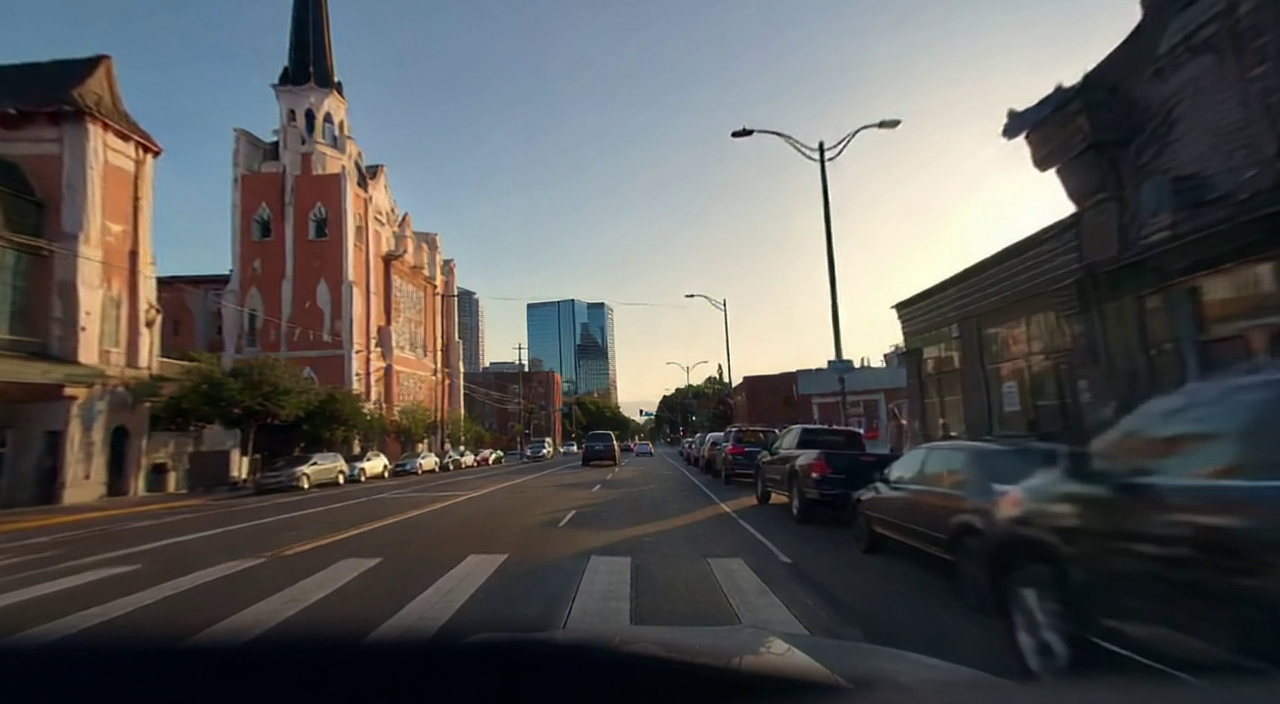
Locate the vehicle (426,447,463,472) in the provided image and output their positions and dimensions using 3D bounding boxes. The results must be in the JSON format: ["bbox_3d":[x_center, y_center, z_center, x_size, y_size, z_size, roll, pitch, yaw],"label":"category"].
[{"bbox_3d":[-15.178,8.374,49.273,1.751,1.865,3.735,0,-9,-1],"label":"vehicle"}]

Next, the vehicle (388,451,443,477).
[{"bbox_3d":[-15.193,7.608,43.084,2.076,1.672,4.499,0,-9,0],"label":"vehicle"}]

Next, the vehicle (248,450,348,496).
[{"bbox_3d":[-14.940,5.271,27.932,1.978,1.819,4.477,0,-9,-2],"label":"vehicle"}]

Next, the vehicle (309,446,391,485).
[{"bbox_3d":[-15.237,5.988,33.540,2.014,1.846,4.920,0,-9,-1],"label":"vehicle"}]

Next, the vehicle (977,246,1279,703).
[{"bbox_3d":[3.121,0.618,1.468,2.074,2.041,5.045,1,-8,2],"label":"vehicle"}]

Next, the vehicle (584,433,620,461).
[{"bbox_3d":[-2.742,7.049,46.895,2.293,1.936,4.737,0,-9,1],"label":"vehicle"}]
